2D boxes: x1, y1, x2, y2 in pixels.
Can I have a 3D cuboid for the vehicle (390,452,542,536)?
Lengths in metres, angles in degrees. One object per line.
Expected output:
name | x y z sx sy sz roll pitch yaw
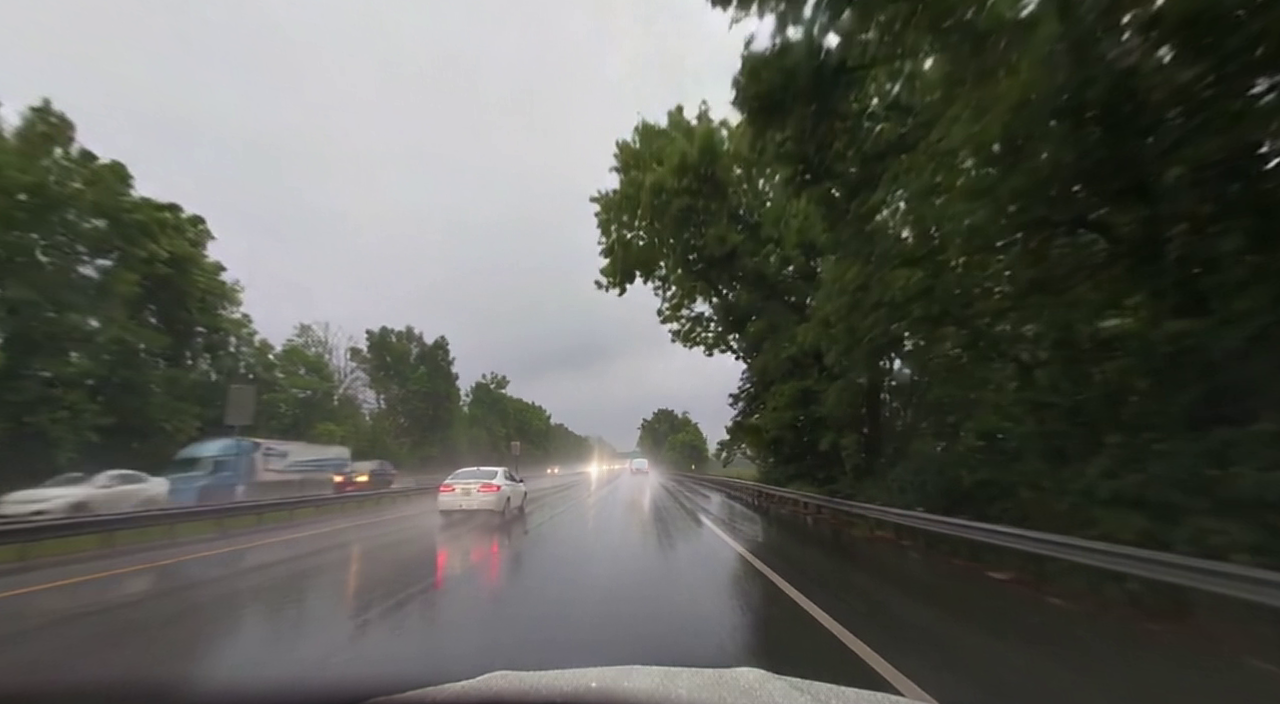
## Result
vehicle | -3.668 3.132 14.341 2.006 1.516 4.820 1 -11 1

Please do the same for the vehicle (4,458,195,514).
vehicle | -17.230 4.303 20.518 2.065 1.556 4.639 1 -11 0

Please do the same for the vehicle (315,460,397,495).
vehicle | -13.390 5.959 30.014 1.852 1.520 4.252 1 -11 1

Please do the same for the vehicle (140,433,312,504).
vehicle | -17.355 5.017 27.122 2.564 2.589 6.882 1 -11 1
